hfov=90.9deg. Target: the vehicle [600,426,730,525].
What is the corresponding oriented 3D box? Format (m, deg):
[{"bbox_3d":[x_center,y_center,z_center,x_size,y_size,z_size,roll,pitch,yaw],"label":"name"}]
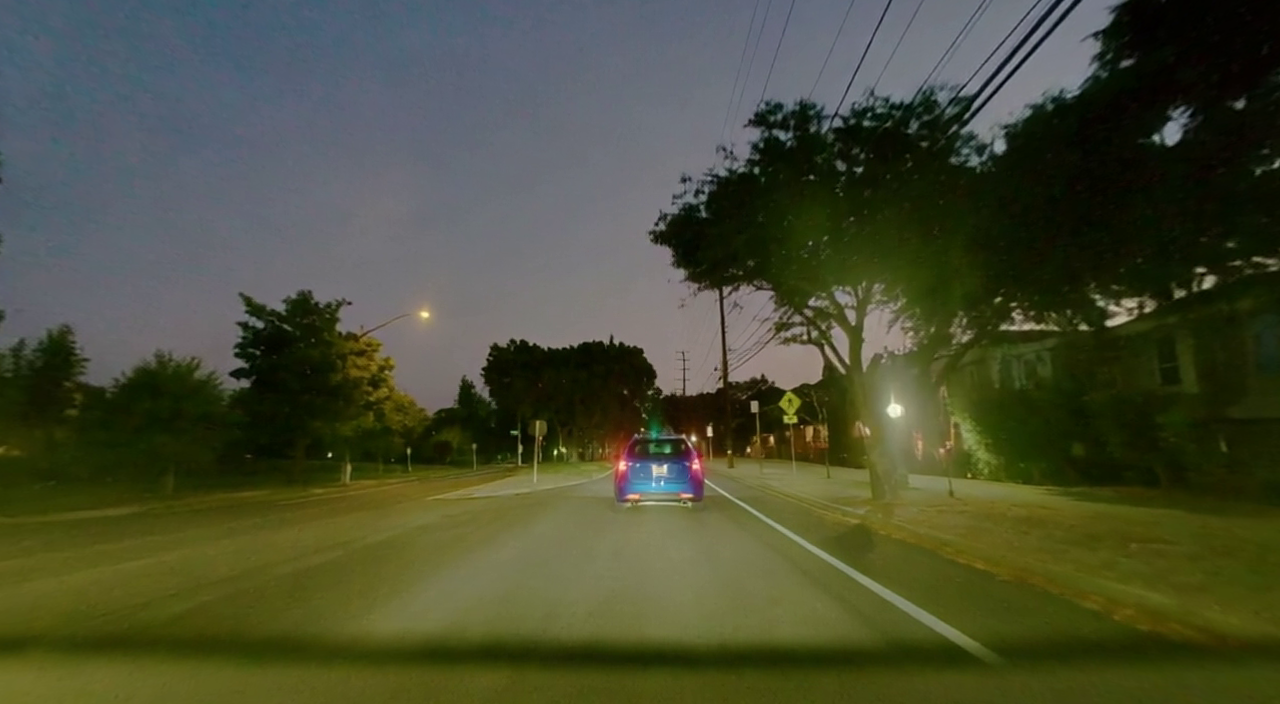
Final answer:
[{"bbox_3d":[0.418,2.404,12.777,2.200,1.653,4.127,0,-9,0],"label":"vehicle"}]
